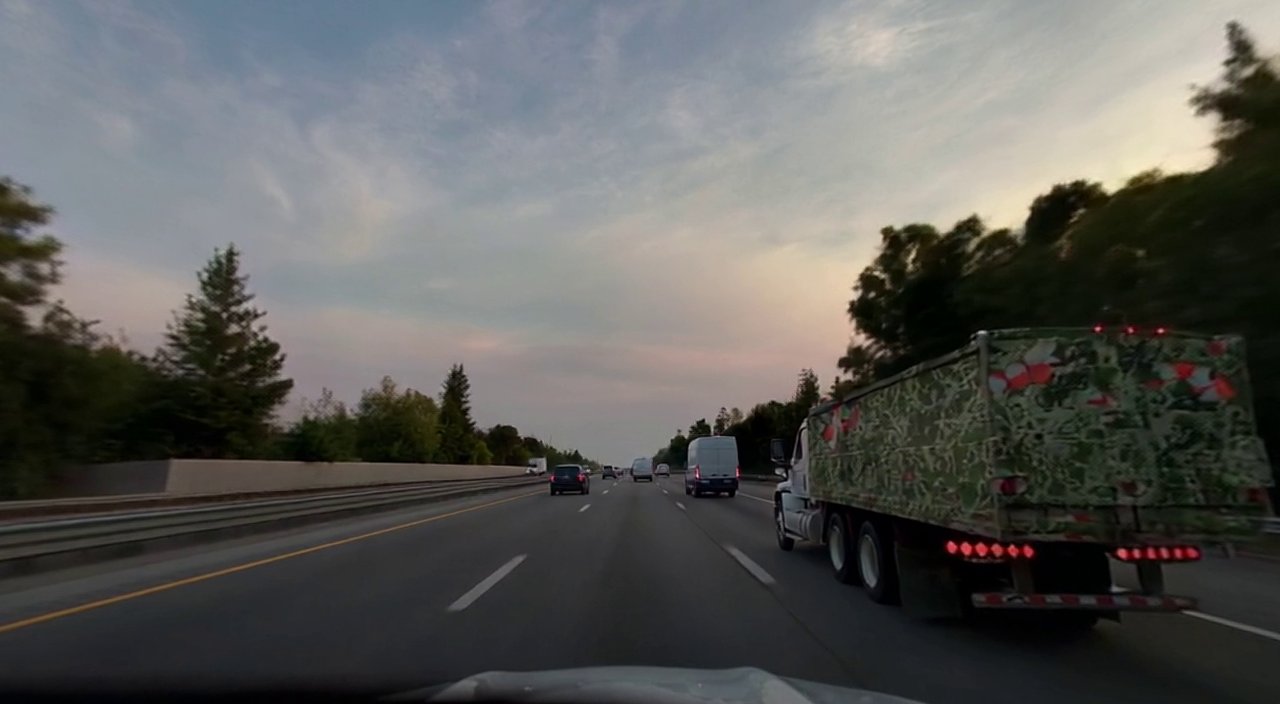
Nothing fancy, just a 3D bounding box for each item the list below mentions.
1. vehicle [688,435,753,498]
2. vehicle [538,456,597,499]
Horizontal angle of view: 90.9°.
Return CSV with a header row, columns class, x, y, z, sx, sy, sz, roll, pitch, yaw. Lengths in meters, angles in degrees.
class,x,y,z,sx,sy,sz,roll,pitch,yaw
vehicle,4.072,5.976,32.876,2.703,2.988,5.097,1,-11,0
vehicle,-3.310,5.906,29.821,2.204,1.852,4.661,1,-11,0
